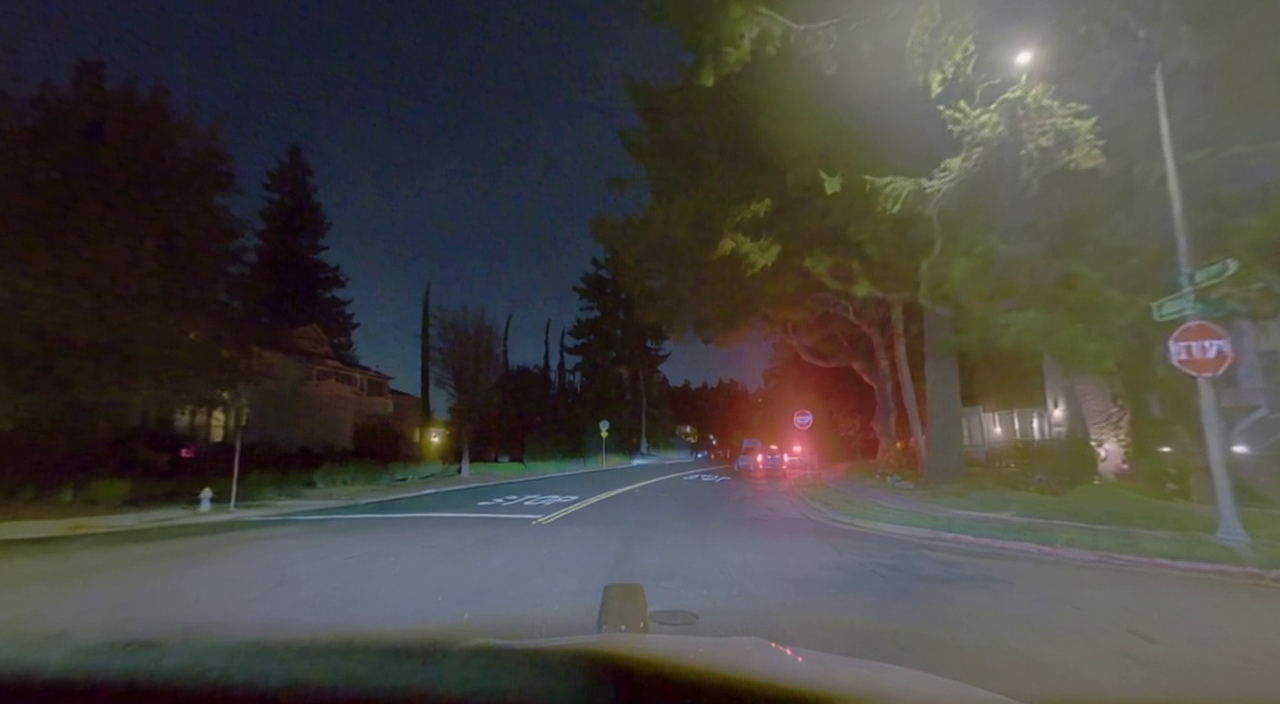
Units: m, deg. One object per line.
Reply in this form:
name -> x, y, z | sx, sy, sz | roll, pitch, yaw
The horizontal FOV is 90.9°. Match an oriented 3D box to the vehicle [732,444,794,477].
vehicle -> 6.957, 5.989, 35.180 | 2.692, 1.649, 4.689 | -3, -9, 20
